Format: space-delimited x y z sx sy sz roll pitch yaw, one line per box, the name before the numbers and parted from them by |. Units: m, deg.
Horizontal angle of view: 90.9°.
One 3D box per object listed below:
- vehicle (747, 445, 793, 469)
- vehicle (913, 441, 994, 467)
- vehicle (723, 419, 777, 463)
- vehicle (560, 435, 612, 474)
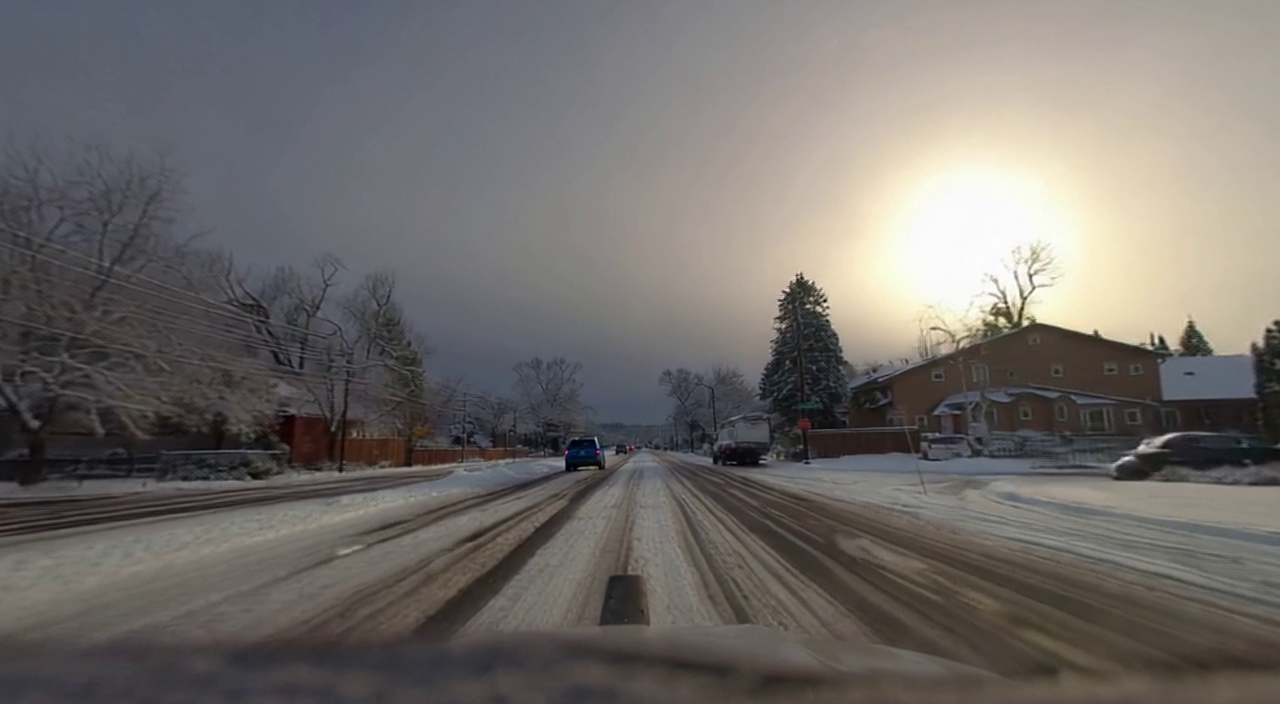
vehicle | 8.257 6.724 40.520 1.976 1.445 4.909 0 -8 0
vehicle | 19.812 6.447 40.034 1.864 1.523 4.176 5 -10 -29
vehicle | 8.299 6.866 48.424 3.101 3.161 6.513 0 -8 1
vehicle | -2.682 5.233 32.469 2.179 1.851 4.756 0 -8 1
